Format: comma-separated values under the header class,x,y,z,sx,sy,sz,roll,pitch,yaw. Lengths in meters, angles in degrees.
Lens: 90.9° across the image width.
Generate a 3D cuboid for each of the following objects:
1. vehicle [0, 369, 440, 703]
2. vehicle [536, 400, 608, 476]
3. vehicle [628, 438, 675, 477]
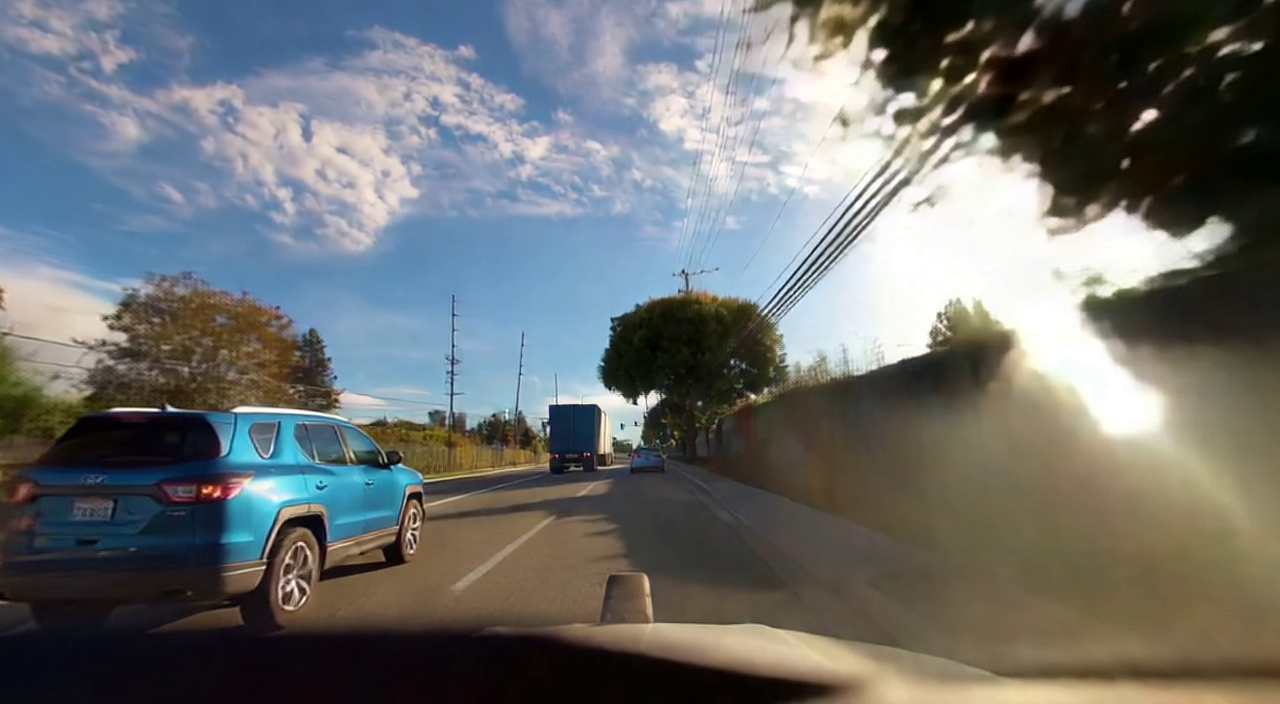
class,x,y,z,sx,sy,sz,roll,pitch,yaw
vehicle,-3.632,1.341,5.663,2.093,1.832,4.508,0,-9,1
vehicle,-3.526,4.869,35.203,2.928,3.658,8.980,0,-9,0
vehicle,0.548,5.156,30.971,2.174,1.749,4.113,0,-9,1
